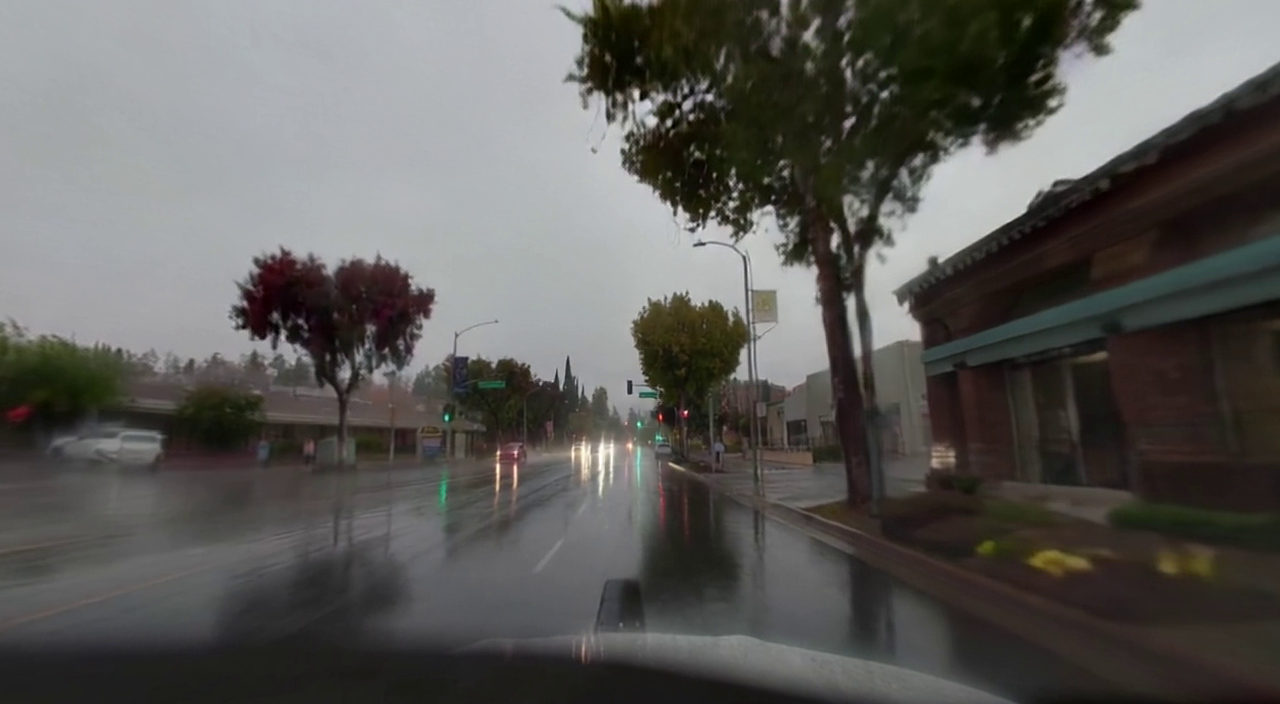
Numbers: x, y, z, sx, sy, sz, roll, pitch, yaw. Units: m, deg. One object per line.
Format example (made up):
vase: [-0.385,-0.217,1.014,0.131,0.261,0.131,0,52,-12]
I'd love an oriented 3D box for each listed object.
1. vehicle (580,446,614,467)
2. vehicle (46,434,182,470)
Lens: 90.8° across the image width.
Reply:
vehicle: [-3.044,7.549,45.954,2.122,1.469,4.388,0,-8,1]
vehicle: [-23.954,4.603,29.061,1.926,1.425,4.750,-2,-9,4]
